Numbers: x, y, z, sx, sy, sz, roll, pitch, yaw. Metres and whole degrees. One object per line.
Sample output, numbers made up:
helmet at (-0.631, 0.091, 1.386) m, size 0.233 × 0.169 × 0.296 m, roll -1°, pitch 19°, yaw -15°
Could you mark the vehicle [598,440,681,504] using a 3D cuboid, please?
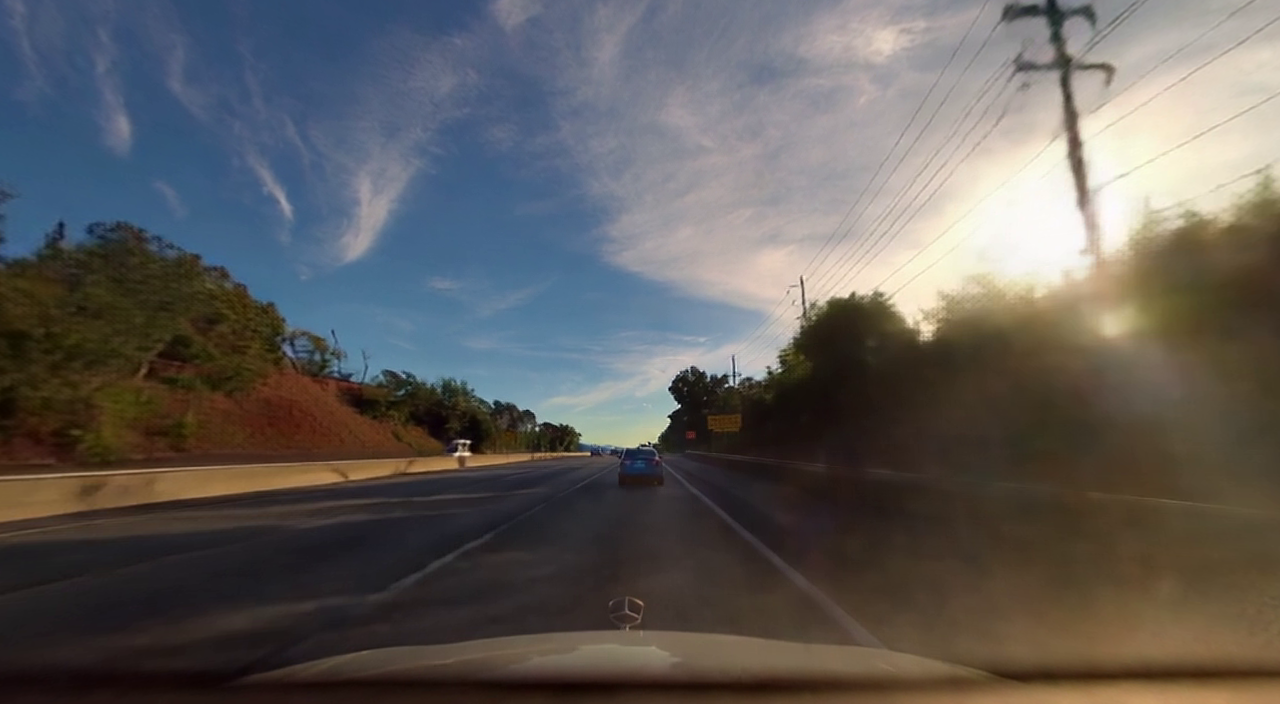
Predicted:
vehicle at (-0.043, 3.181, 17.130) m, size 1.966 × 1.499 × 4.298 m, roll 0°, pitch -9°, yaw -1°
